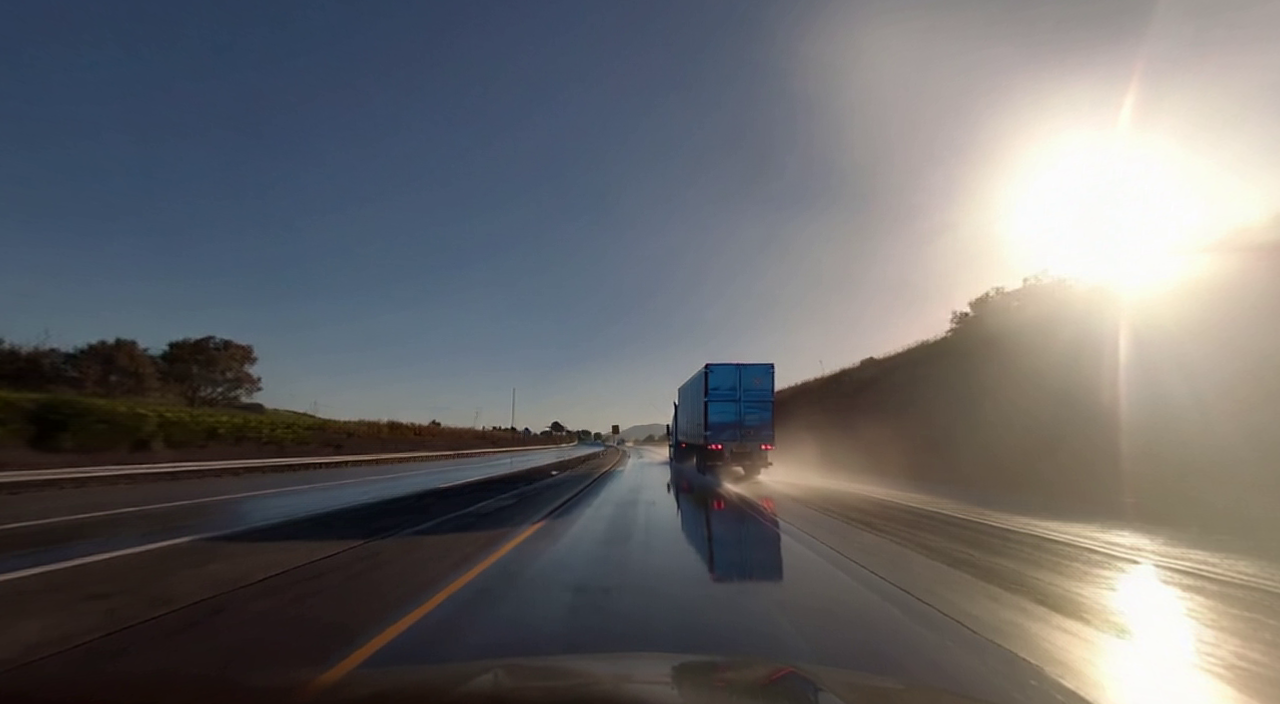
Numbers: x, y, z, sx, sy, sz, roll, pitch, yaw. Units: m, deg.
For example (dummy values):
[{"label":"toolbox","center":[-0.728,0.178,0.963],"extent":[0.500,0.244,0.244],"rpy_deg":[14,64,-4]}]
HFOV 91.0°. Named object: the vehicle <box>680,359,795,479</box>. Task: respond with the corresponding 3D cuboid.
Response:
[{"label":"vehicle","center":[4.166,3.533,30.971],"extent":[3.615,4.578,13.539],"rpy_deg":[0,-8,1]}]
